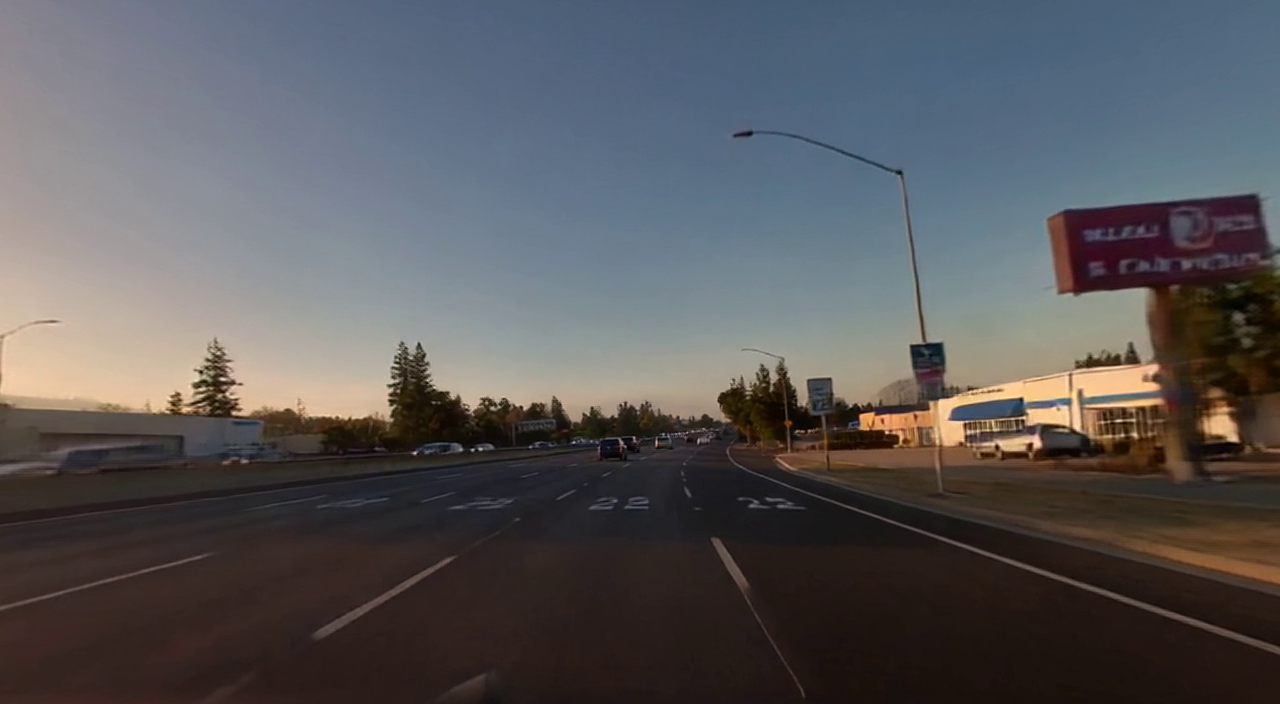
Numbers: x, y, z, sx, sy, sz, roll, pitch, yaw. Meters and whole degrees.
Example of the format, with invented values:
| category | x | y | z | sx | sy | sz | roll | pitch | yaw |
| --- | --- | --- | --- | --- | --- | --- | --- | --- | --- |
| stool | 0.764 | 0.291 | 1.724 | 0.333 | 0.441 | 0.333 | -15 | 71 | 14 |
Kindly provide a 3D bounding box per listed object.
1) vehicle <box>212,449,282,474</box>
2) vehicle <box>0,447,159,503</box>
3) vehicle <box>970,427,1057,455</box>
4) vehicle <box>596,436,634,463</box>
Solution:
| category | x | y | z | sx | sy | sz | roll | pitch | yaw |
| --- | --- | --- | --- | --- | --- | --- | --- | --- | --- |
| vehicle | -27.922 | 7.784 | 45.059 | 1.866 | 1.614 | 4.396 | -1 | -8 | 4 |
| vehicle | -18.631 | 3.919 | 20.655 | 1.972 | 1.610 | 4.607 | -1 | -8 | 3 |
| vehicle | 22.607 | 5.399 | 38.383 | 4.317 | 1.504 | 1.884 | -7 | -9 | 28 |
| vehicle | -1.669 | 6.827 | 44.411 | 2.139 | 1.782 | 4.079 | -1 | -8 | 5 |
